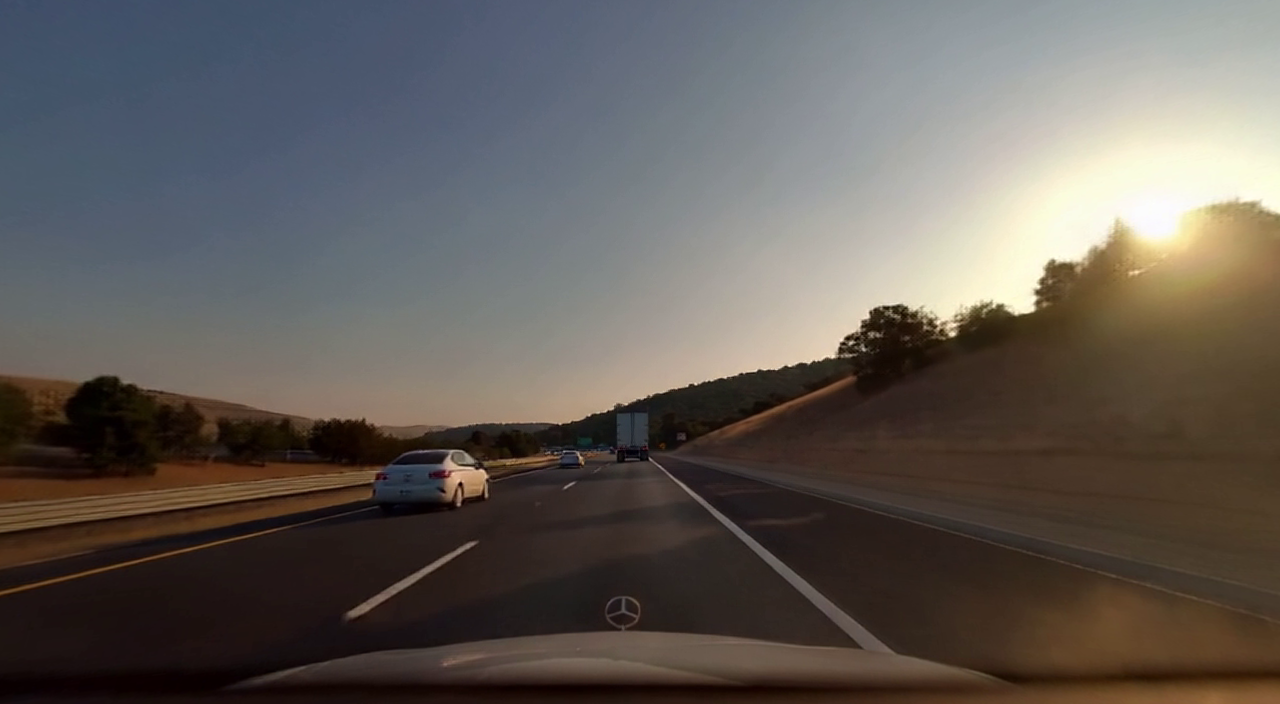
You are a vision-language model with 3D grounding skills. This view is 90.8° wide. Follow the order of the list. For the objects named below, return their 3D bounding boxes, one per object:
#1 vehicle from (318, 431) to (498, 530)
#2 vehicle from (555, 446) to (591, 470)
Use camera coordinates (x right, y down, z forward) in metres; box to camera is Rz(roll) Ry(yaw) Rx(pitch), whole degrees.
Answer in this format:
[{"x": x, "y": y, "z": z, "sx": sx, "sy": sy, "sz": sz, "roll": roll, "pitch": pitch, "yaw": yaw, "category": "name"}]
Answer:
[{"x": -4.330, "y": 2.457, "z": 12.648, "sx": 1.991, "sy": 1.618, "sz": 4.211, "roll": 0, "pitch": -9, "yaw": 0, "category": "vehicle"}, {"x": -4.497, "y": 7.153, "z": 42.787, "sx": 1.978, "sy": 1.507, "sz": 4.062, "roll": 0, "pitch": -9, "yaw": 0, "category": "vehicle"}]
